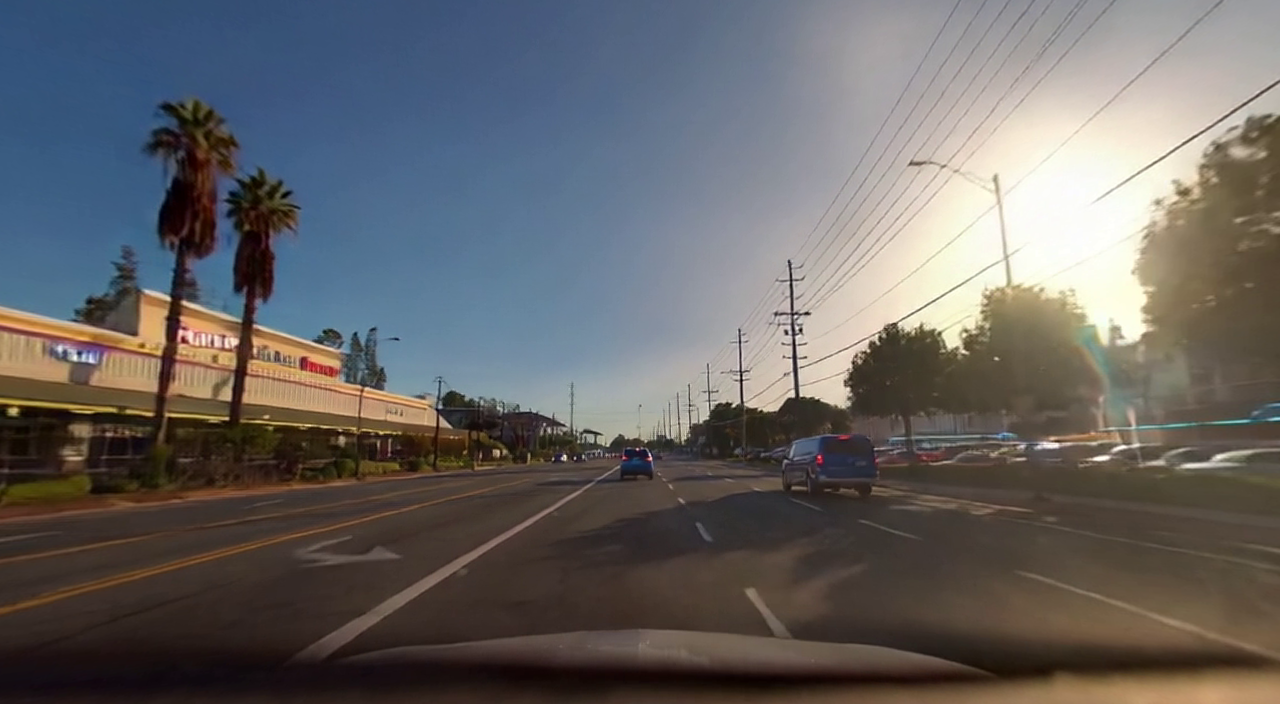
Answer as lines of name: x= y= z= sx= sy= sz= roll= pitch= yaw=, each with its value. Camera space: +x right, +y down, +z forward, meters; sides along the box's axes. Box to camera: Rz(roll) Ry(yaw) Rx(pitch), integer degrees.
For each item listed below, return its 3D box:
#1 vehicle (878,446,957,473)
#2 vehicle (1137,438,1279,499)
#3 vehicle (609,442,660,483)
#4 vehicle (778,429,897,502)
vehicle: x=17.604 y=6.840 z=40.037 sx=4.008 sy=1.432 sz=1.913 roll=-4 pitch=-9 yaw=0
vehicle: x=17.721 y=3.335 z=18.323 sx=4.605 sy=1.459 sz=1.968 roll=-4 pitch=-9 yaw=4
vehicle: x=-0.246 y=4.936 z=28.342 sx=2.138 sy=1.672 sz=4.168 roll=0 pitch=-9 yaw=0
vehicle: x=5.803 y=3.387 z=19.201 sx=2.107 sy=1.928 sz=4.471 roll=0 pitch=-9 yaw=0
